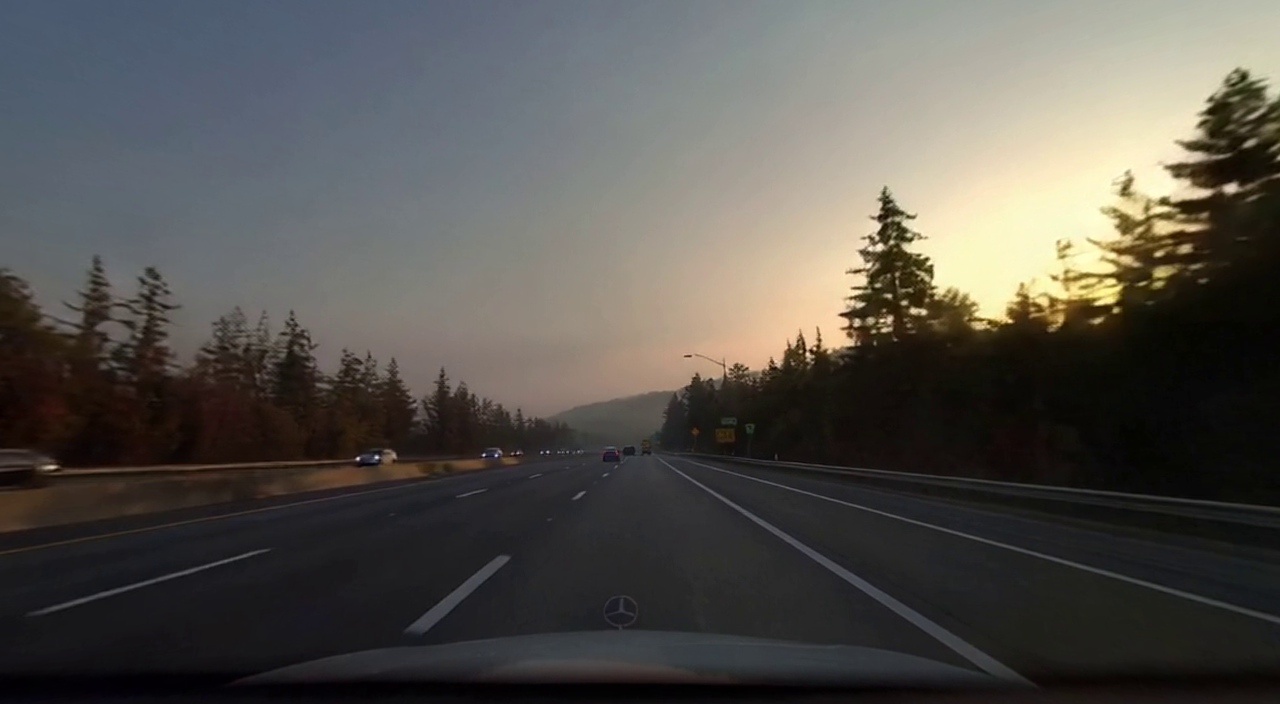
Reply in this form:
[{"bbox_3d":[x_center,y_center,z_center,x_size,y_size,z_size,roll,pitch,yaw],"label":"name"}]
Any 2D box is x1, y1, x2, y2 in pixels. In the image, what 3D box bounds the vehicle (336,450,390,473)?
[{"bbox_3d":[-19.168,7.566,43.529,1.814,1.465,4.024,0,-9,1],"label":"vehicle"}]
